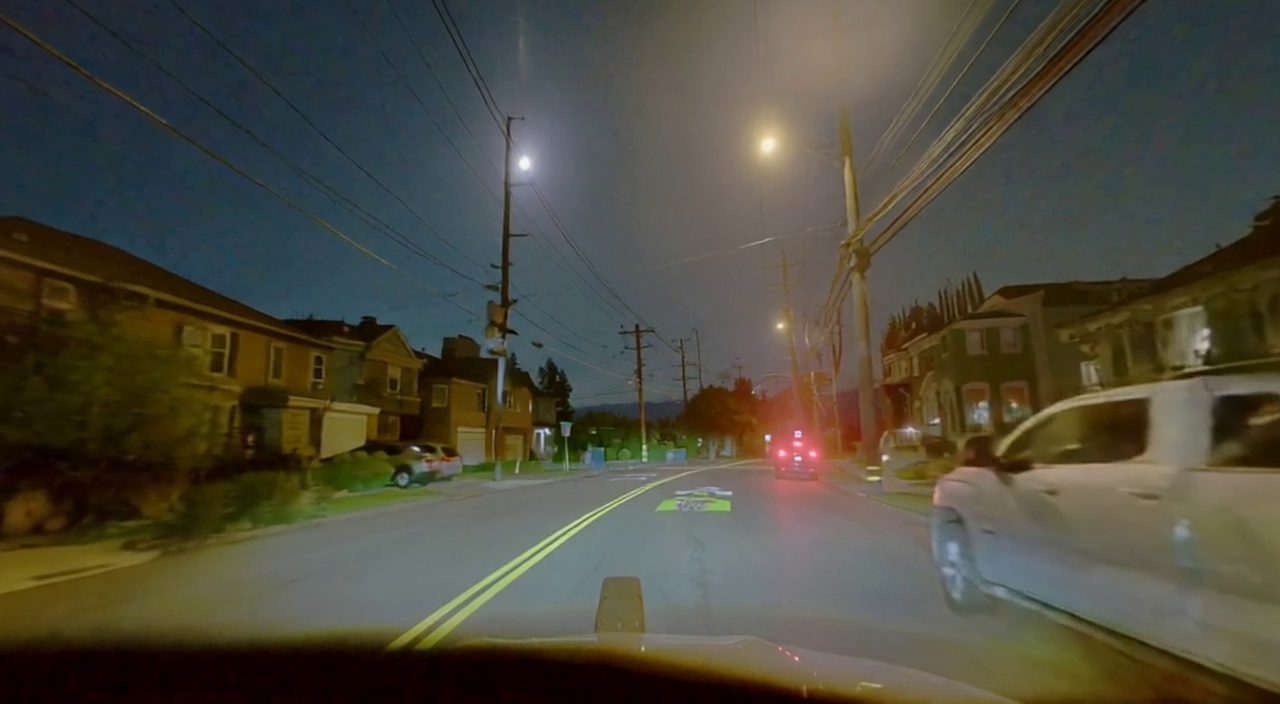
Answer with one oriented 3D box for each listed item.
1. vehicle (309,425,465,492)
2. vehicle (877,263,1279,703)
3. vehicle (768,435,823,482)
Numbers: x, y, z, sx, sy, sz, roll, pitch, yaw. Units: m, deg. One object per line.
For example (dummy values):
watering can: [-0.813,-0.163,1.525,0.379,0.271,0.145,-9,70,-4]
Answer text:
vehicle: [-9.925,4.160,24.977,5.228,2.041,2.023,4,-8,9]
vehicle: [3.280,0.742,2.528,2.273,1.938,6.400,0,-9,1]
vehicle: [6.795,4.636,27.773,2.070,1.847,4.457,-2,-9,13]
